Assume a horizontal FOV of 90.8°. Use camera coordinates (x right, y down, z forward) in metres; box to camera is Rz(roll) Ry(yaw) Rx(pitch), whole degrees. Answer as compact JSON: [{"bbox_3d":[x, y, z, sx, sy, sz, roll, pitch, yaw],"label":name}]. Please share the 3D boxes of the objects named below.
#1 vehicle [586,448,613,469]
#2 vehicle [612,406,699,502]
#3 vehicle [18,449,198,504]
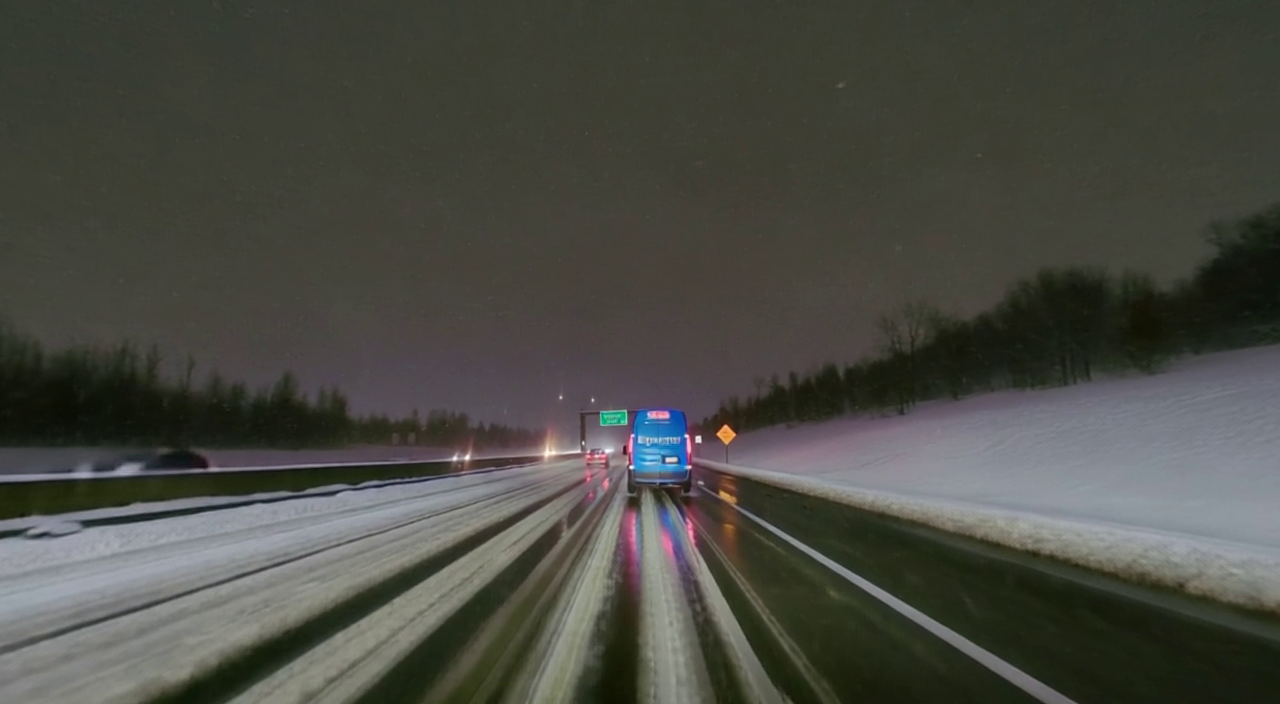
[{"bbox_3d":[-3.037,8.026,47.506,1.788,1.500,3.475,0,-9,0],"label":"vehicle"},{"bbox_3d":[0.335,3.136,19.652,2.332,2.558,5.314,0,-9,-2],"label":"vehicle"},{"bbox_3d":[-16.116,3.749,19.459,1.922,1.484,4.118,0,-9,0],"label":"vehicle"}]
